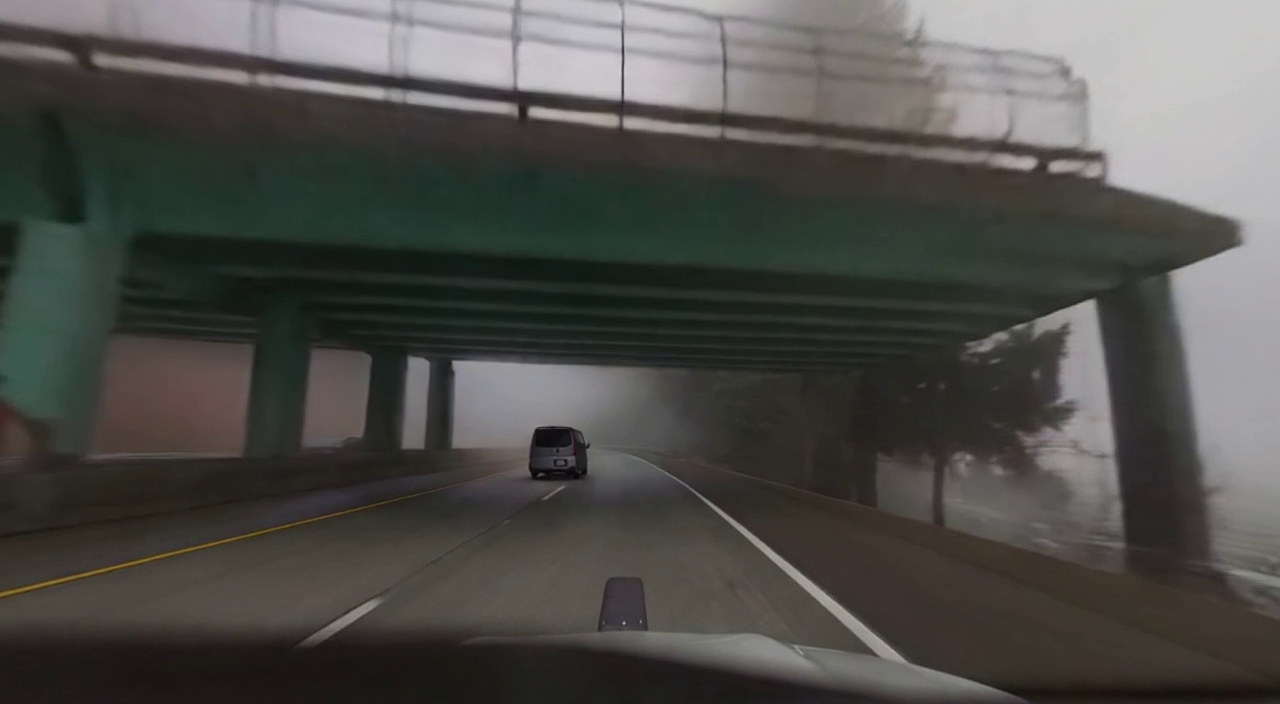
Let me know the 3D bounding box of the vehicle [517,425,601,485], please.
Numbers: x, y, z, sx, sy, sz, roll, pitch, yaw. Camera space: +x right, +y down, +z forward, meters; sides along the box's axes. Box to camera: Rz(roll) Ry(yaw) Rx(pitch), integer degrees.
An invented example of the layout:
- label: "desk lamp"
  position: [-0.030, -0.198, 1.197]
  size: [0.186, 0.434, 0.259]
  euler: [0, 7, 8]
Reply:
- label: "vehicle"
  position: [-2.767, 3.698, 22.861]
  size: [2.372, 1.891, 5.061]
  euler: [0, -8, 0]
